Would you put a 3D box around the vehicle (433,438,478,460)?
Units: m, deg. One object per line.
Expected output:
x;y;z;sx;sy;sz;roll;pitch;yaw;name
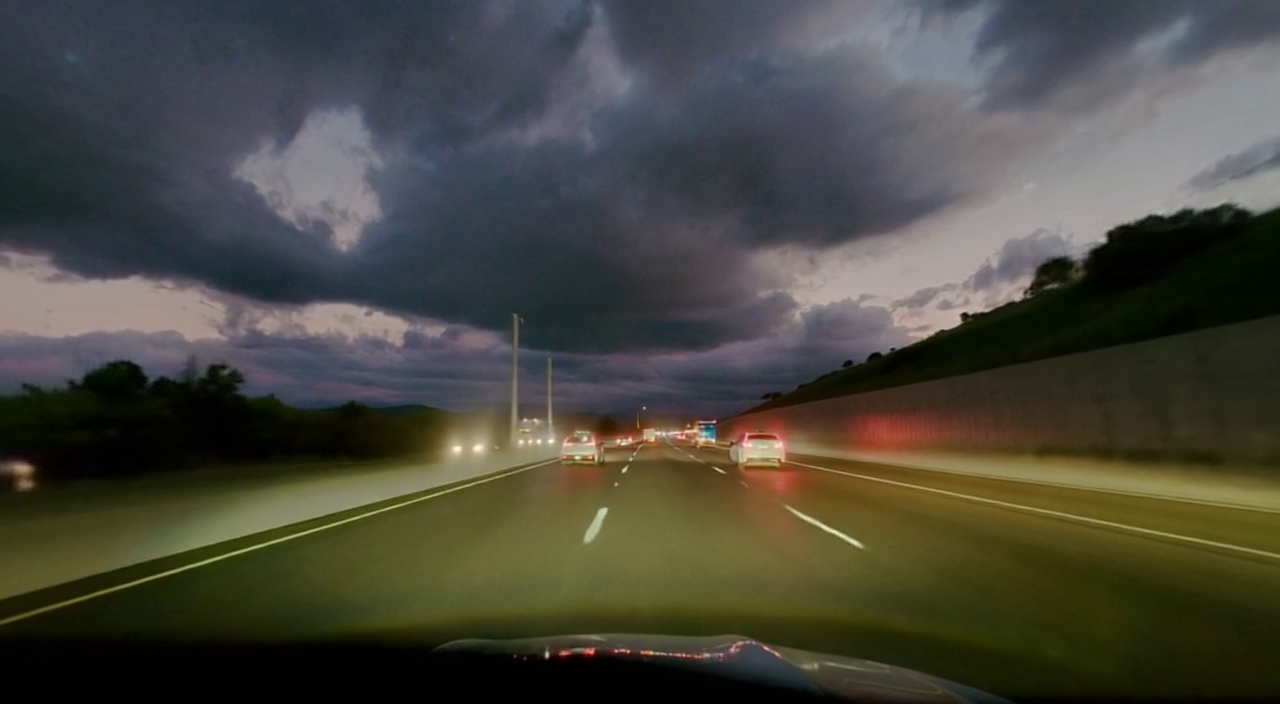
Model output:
-13.971;7.334;47.976;2.087;1.553;4.617;0;-8;0;vehicle

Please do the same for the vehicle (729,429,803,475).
4.390;3.518;22.467;1.806;1.469;3.681;0;-8;-1;vehicle

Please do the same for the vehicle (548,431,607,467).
-2.734;4.340;28.561;2.204;1.486;4.121;0;-8;1;vehicle
